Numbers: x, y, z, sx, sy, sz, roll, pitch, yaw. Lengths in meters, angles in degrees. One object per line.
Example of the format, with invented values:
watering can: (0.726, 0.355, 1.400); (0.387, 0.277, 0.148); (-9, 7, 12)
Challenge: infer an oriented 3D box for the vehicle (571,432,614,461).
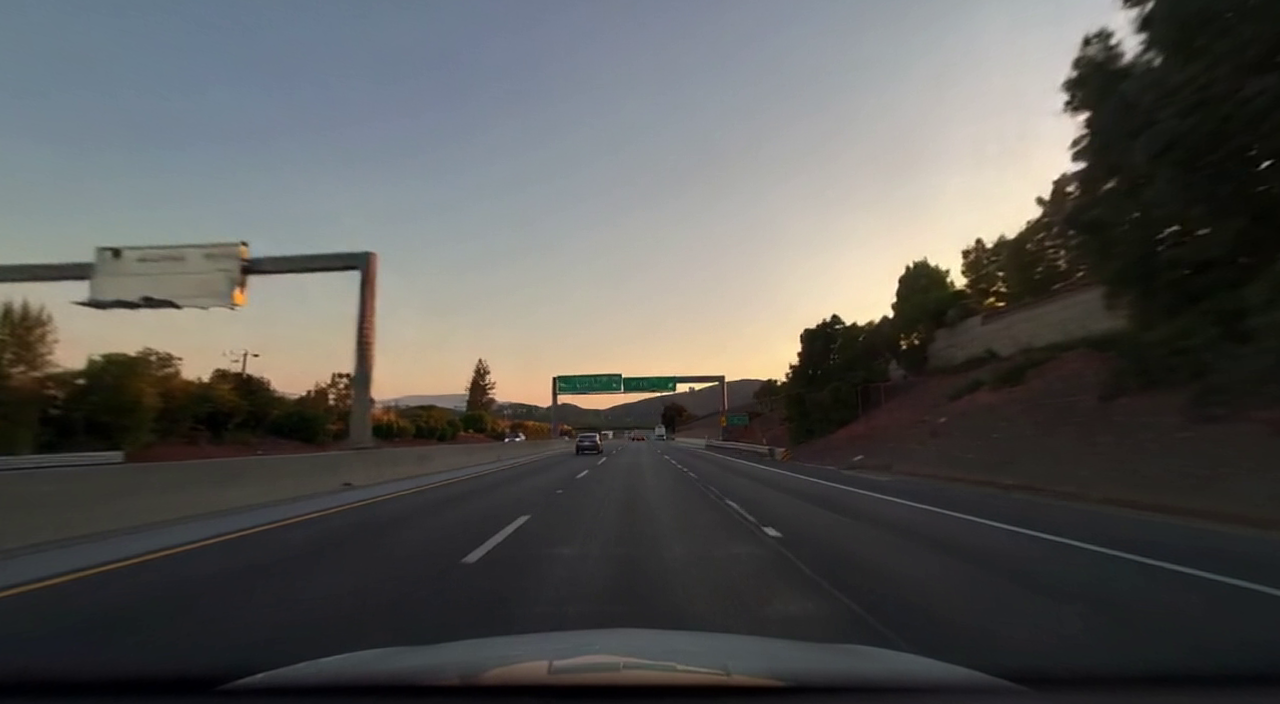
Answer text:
vehicle: (-2.791, 5.663, 37.991); (2.148, 1.603, 4.513); (0, -8, 1)
